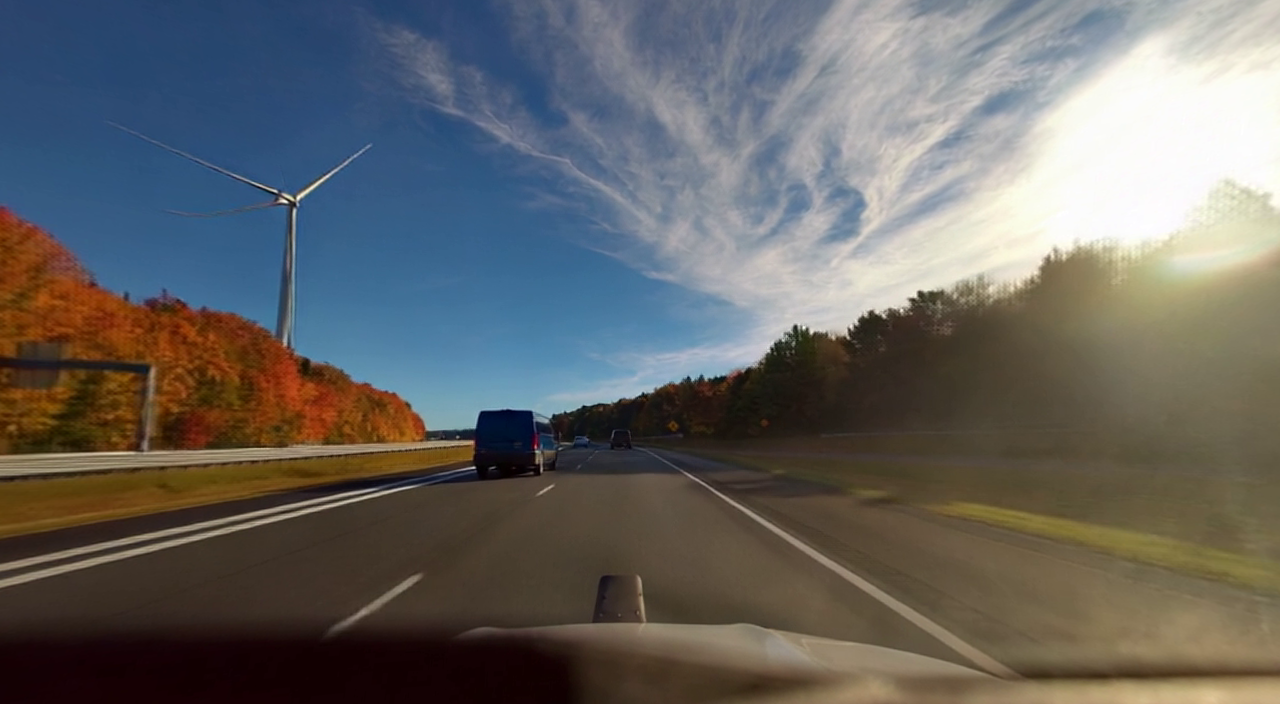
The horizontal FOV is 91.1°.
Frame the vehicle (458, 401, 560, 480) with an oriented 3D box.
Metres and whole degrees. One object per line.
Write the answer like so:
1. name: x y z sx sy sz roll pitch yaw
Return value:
1. vehicle: -4.186 2.938 21.091 2.303 2.323 5.089 0 -8 0
